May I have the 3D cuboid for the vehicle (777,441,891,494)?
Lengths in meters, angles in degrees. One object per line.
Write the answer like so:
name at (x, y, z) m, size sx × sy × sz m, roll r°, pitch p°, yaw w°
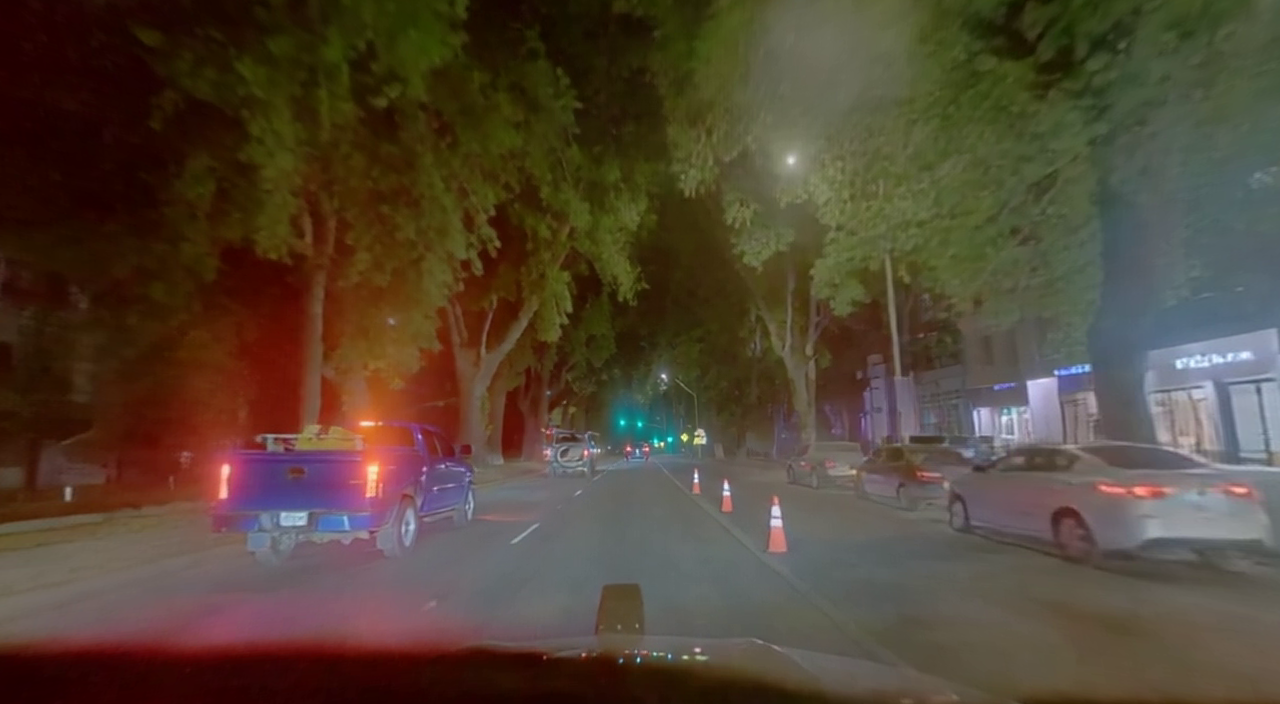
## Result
vehicle at (6.599, 3.978, 22.219) m, size 2.126 × 1.642 × 4.888 m, roll 0°, pitch -9°, yaw -4°

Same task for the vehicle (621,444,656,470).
vehicle at (-0.183, 7.580, 45.821) m, size 2.413 × 1.748 × 4.406 m, roll 0°, pitch -9°, yaw -2°

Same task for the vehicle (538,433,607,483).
vehicle at (-2.942, 4.832, 29.138) m, size 2.424 × 2.063 × 5.678 m, roll 0°, pitch -9°, yaw 2°

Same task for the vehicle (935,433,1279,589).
vehicle at (6.031, 1.910, 8.537) m, size 2.045 × 1.505 × 4.615 m, roll -1°, pitch -9°, yaw 3°

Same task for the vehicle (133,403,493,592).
vehicle at (-3.634, 1.719, 8.292) m, size 2.327 × 1.775 × 4.430 m, roll 0°, pitch -9°, yaw 0°
